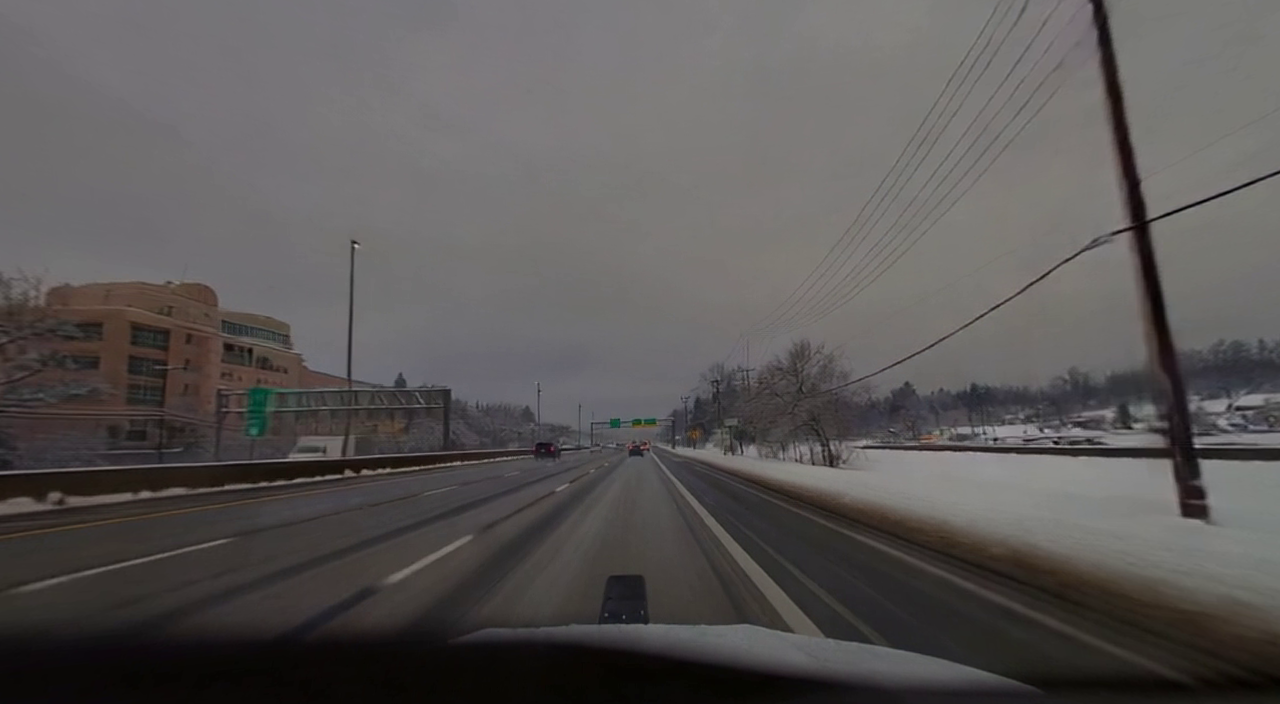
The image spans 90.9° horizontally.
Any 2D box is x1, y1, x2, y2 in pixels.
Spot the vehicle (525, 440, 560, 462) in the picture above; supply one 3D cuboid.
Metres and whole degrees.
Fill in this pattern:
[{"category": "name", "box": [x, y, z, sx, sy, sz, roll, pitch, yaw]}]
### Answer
[{"category": "vehicle", "box": [-7.367, 7.528, 47.975, 1.946, 1.590, 4.042, 0, -8, 1]}]
